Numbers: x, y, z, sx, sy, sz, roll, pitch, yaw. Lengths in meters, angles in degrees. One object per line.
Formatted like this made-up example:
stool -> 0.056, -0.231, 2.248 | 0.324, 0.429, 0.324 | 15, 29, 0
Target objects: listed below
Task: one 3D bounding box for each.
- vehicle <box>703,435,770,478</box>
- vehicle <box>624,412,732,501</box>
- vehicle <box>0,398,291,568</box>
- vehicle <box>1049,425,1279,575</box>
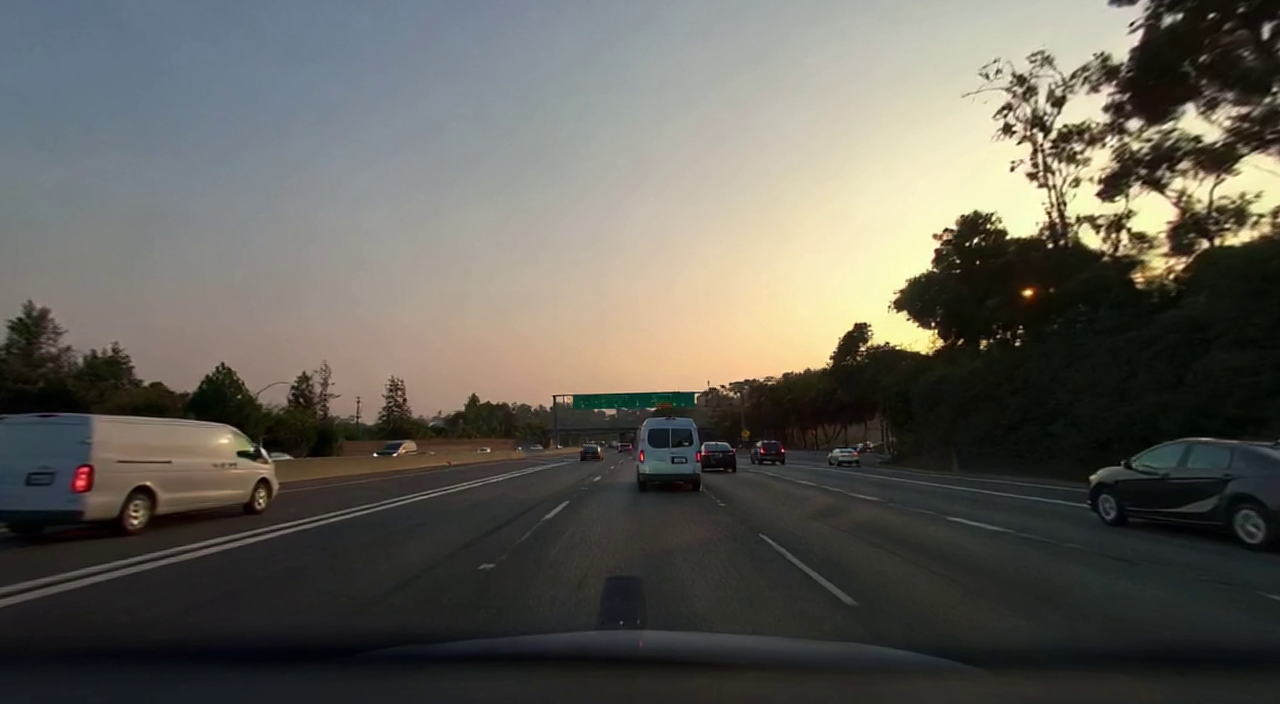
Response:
vehicle -> 4.081, 4.516, 27.434 | 2.146, 1.678, 4.489 | 0, -8, -1
vehicle -> 0.837, 2.803, 17.114 | 2.509, 2.062, 4.639 | 0, -8, -2
vehicle -> -7.587, 1.735, 9.147 | 2.192, 1.776, 4.957 | 0, -8, 0
vehicle -> 7.503, 1.694, 7.667 | 2.016, 1.507, 4.474 | 0, -8, 0
